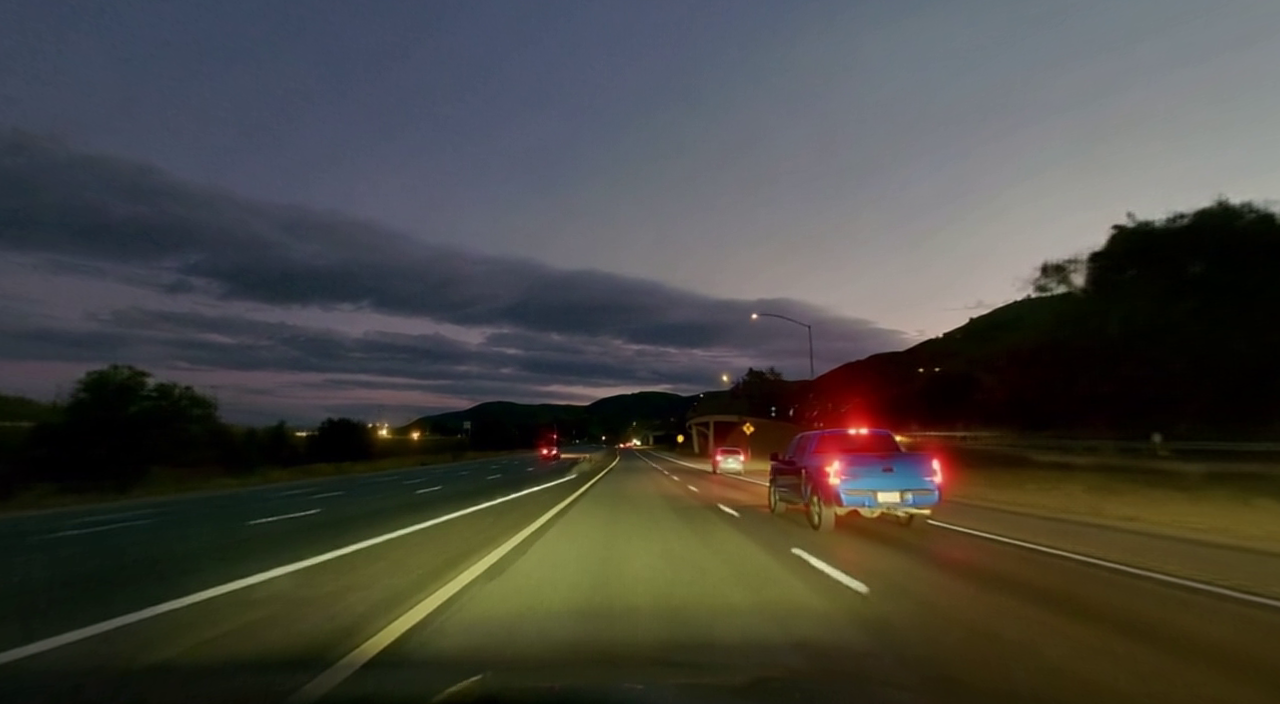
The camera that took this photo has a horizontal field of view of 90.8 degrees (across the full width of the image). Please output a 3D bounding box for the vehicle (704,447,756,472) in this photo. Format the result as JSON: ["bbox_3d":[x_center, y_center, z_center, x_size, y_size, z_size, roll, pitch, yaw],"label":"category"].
[{"bbox_3d":[6.560,7.908,46.860,2.406,1.702,6.765,1,-9,-4],"label":"vehicle"}]
